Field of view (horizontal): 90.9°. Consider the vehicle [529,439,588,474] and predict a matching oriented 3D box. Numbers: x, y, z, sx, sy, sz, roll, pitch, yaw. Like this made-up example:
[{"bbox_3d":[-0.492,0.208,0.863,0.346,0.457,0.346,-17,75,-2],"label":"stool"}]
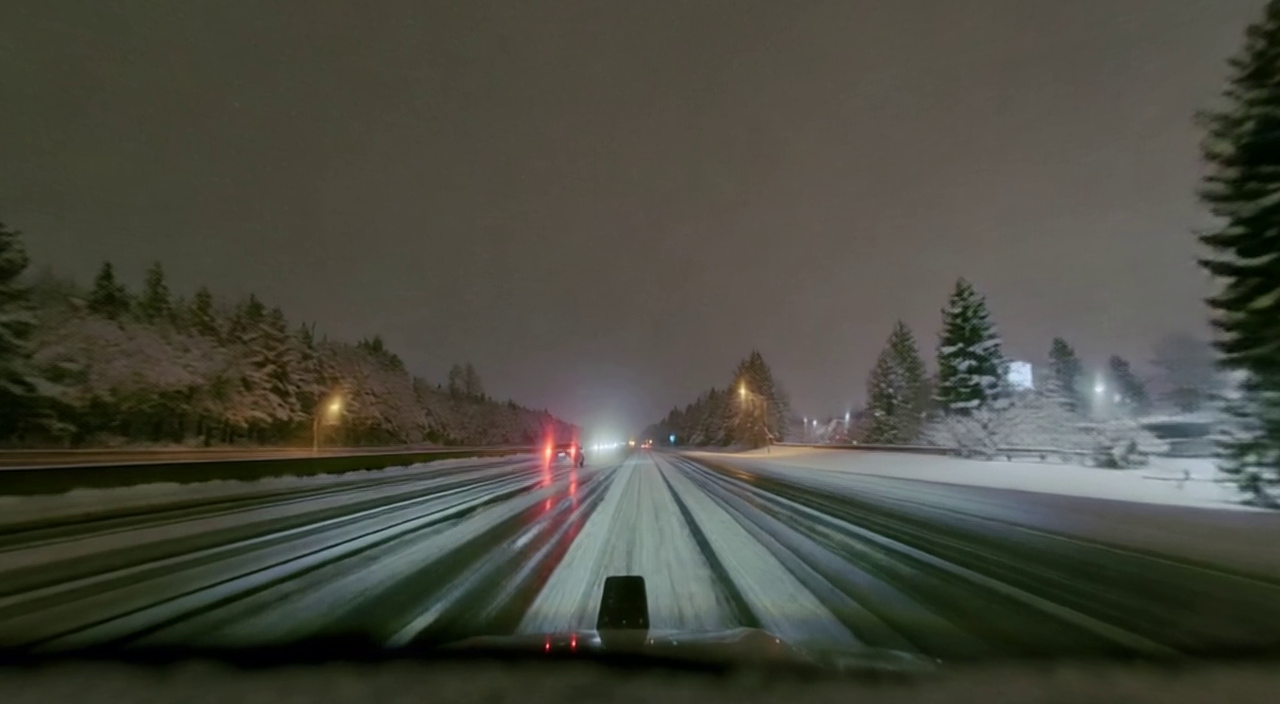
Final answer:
[{"bbox_3d":[-3.657,4.776,29.063,2.128,1.450,4.078,0,-8,1],"label":"vehicle"}]
